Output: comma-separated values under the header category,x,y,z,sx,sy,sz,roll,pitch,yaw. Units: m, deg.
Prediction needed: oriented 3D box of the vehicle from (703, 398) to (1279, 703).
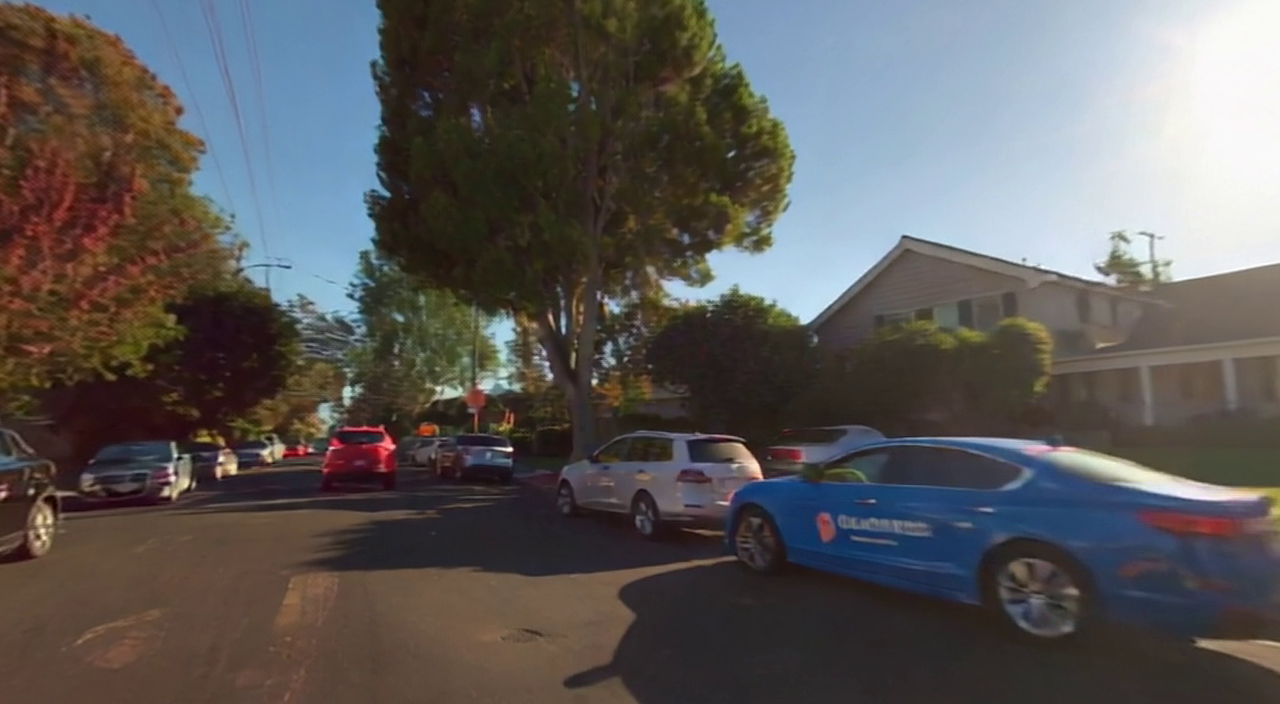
category,x,y,z,sx,sy,sz,roll,pitch,yaw
vehicle,2.745,1.293,5.058,2.400,1.515,4.710,4,-9,-25

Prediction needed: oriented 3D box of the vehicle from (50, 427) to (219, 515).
category,x,y,z,sx,sy,sz,roll,pitch,yaw
vehicle,-11.381,2.600,14.637,1.877,1.608,4.529,4,-7,-24

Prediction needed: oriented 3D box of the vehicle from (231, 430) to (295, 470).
category,x,y,z,sx,sy,sz,roll,pitch,yaw
vehicle,-19.065,4.916,32.166,2.241,1.822,4.728,2,-8,-25

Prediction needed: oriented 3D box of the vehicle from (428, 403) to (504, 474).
category,x,y,z,sx,sy,sz,roll,pitch,yaw
vehicle,-8.204,4.013,29.374,2.268,2.900,5.980,4,-9,-25

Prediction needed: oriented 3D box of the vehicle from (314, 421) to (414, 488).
category,x,y,z,sx,sy,sz,roll,pitch,yaw
vehicle,-8.260,3.006,18.876,2.350,1.748,4.094,4,-9,-25

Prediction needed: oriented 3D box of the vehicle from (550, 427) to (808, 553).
category,x,y,z,sx,sy,sz,roll,pitch,yaw
vehicle,0.261,1.990,10.355,1.996,1.497,5.022,3,-8,-25
